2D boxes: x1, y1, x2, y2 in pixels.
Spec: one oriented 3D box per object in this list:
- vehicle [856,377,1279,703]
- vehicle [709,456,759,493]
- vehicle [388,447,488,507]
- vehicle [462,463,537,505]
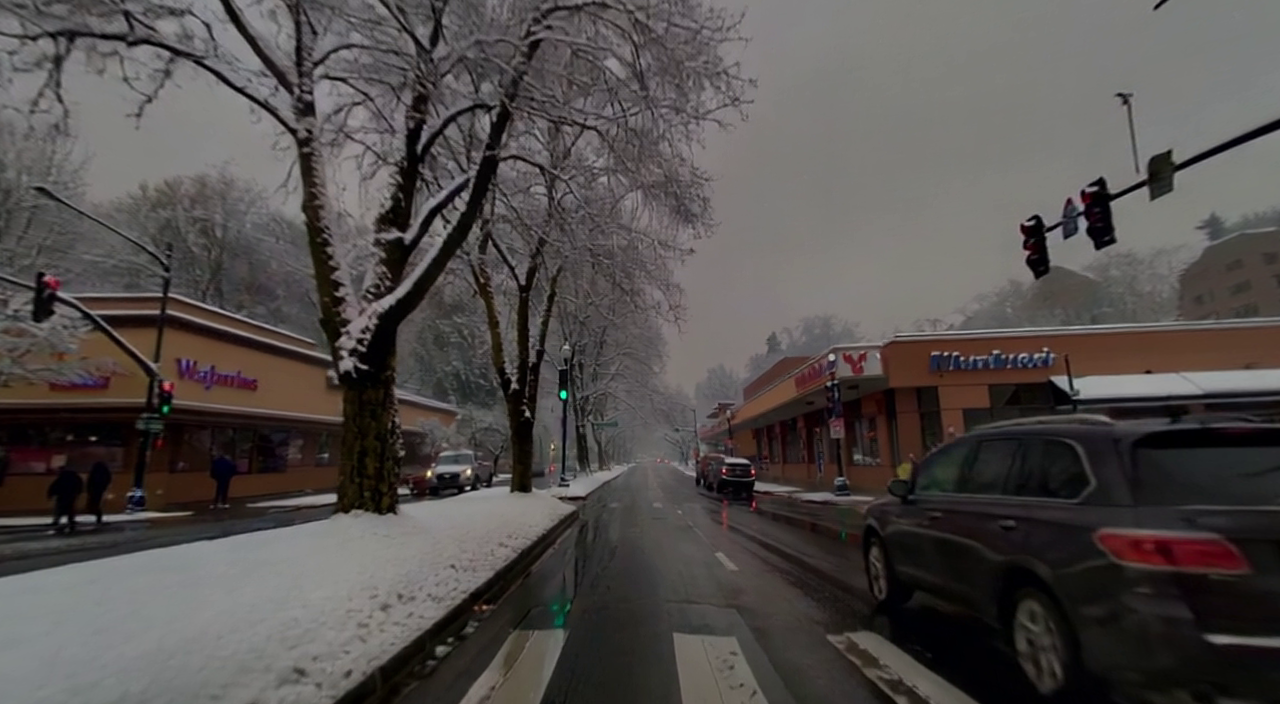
[{"bbox_3d":[2.737,1.124,3.854,1.822,1.654,2.794,0,-8,1],"label":"vehicle"},{"bbox_3d":[5.195,6.809,35.544,2.010,1.844,4.386,0,-8,-2],"label":"vehicle"},{"bbox_3d":[-8.776,5.438,28.172,2.489,2.323,5.843,0,-8,0],"label":"vehicle"},{"bbox_3d":[-5.744,5.436,26.424,1.983,1.438,4.559,0,-8,1],"label":"vehicle"}]
